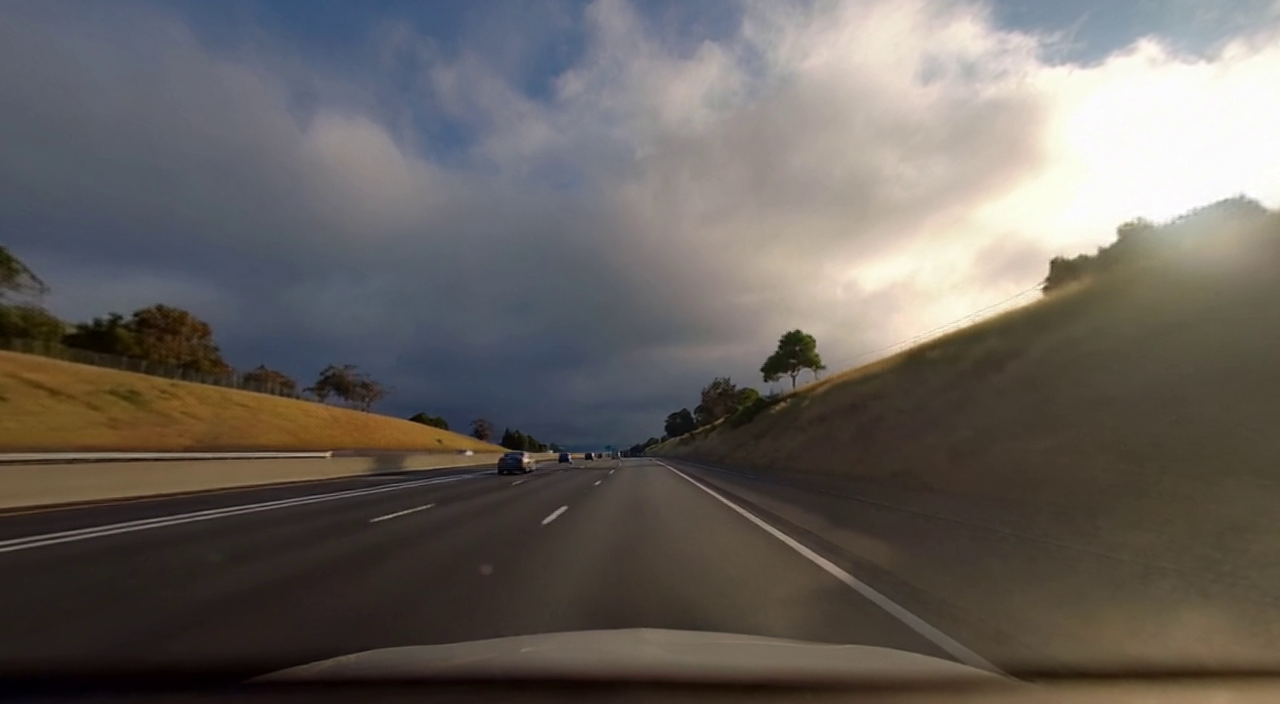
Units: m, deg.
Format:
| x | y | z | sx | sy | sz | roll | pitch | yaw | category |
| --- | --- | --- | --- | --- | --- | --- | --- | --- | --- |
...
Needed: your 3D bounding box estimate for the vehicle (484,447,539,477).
| x | y | z | sx | sy | sz | roll | pitch | yaw | category |
| --- | --- | --- | --- | --- | --- | --- | --- | --- | --- |
| -6.946 | 5.992 | 34.628 | 2.015 | 1.483 | 4.626 | 0 | -9 | 0 | vehicle |
